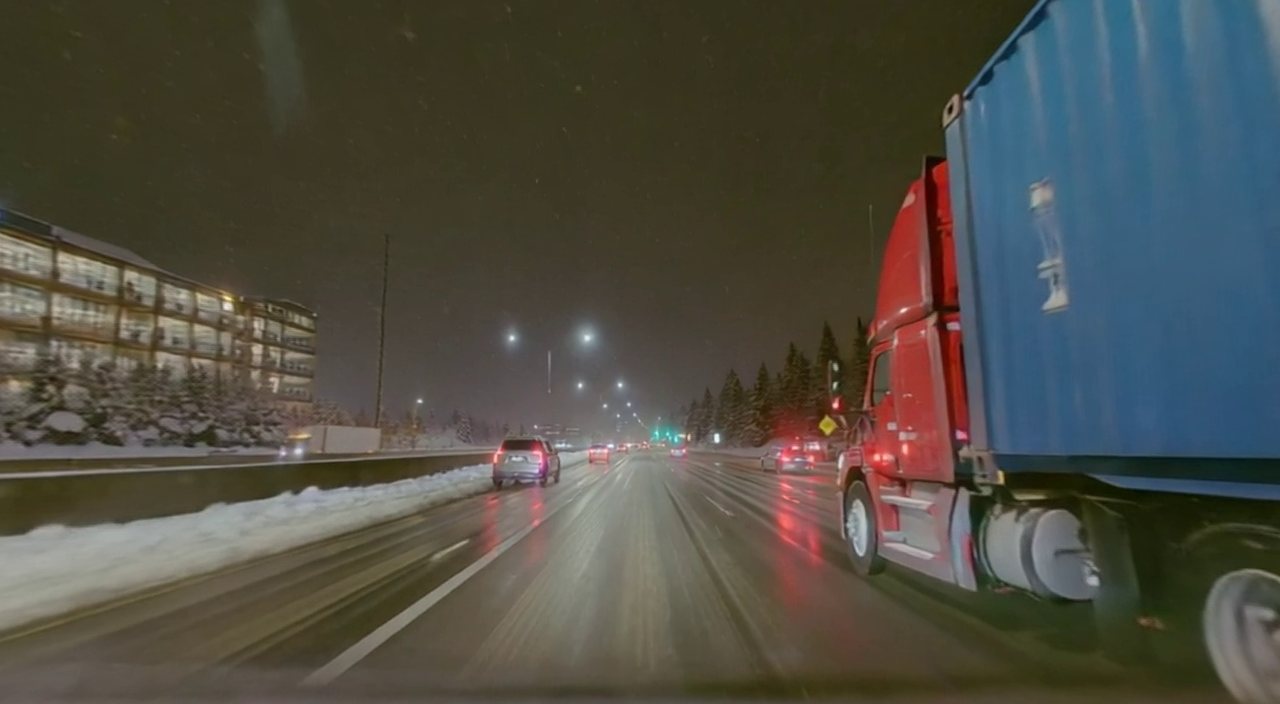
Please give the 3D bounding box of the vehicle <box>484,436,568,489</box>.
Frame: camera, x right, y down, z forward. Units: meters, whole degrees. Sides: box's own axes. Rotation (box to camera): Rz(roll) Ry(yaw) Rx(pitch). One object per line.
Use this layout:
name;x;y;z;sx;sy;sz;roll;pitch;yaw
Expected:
vehicle;-3.626;3.599;20.800;1.954;1.528;4.010;1;-9;1

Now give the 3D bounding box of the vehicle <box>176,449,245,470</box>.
vehicle;-32.167;8.026;47.286;1.863;1.470;4.531;0;-8;1

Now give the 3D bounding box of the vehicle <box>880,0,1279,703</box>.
vehicle;3.688;-0.138;2.497;3.089;3.779;6.420;0;-9;2
